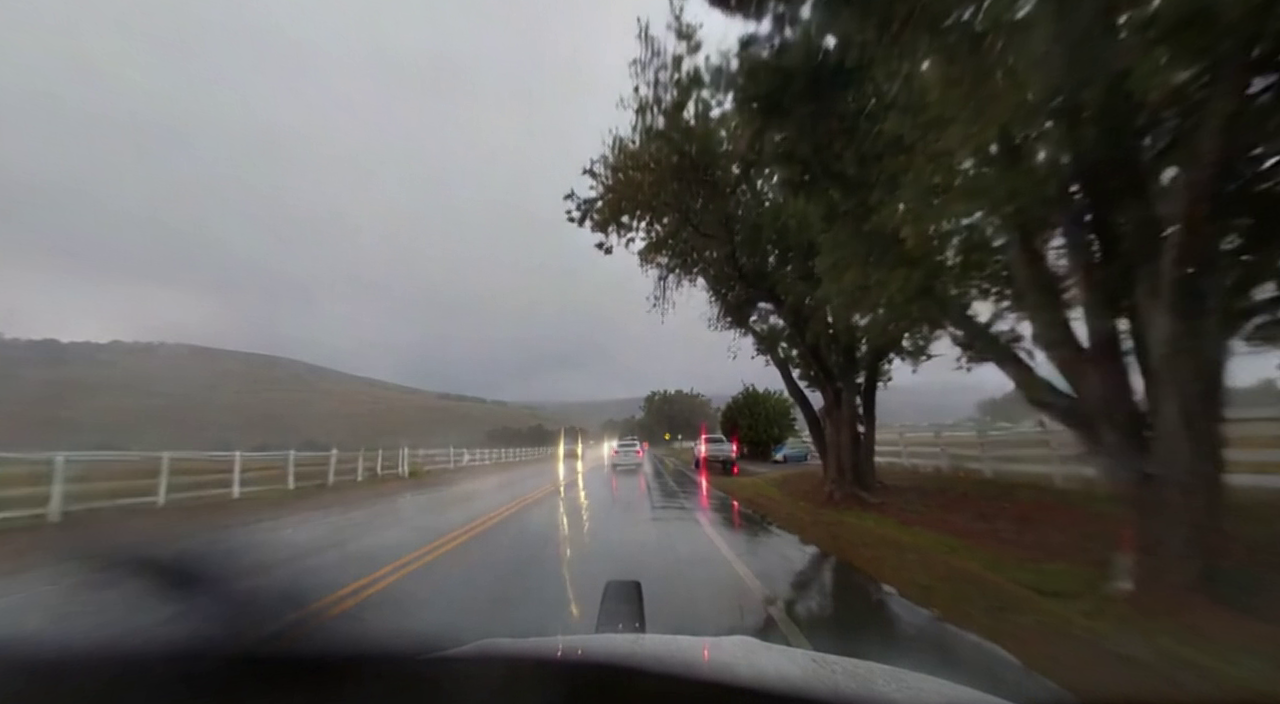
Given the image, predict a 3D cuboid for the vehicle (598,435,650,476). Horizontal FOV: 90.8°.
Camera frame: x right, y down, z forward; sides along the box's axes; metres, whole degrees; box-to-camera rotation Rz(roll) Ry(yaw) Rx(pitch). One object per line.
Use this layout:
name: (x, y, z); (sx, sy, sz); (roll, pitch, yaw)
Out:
vehicle: (-0.662, 4.613, 28.334); (2.158, 1.669, 4.006); (0, -8, 0)

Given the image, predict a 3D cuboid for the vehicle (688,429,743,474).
vehicle: (3.559, 4.747, 30.287); (2.348, 1.969, 5.269); (-1, -9, 5)

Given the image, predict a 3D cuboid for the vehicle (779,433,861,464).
vehicle: (9.702, 5.267, 34.436); (1.975, 1.545, 4.333); (3, -9, -22)
